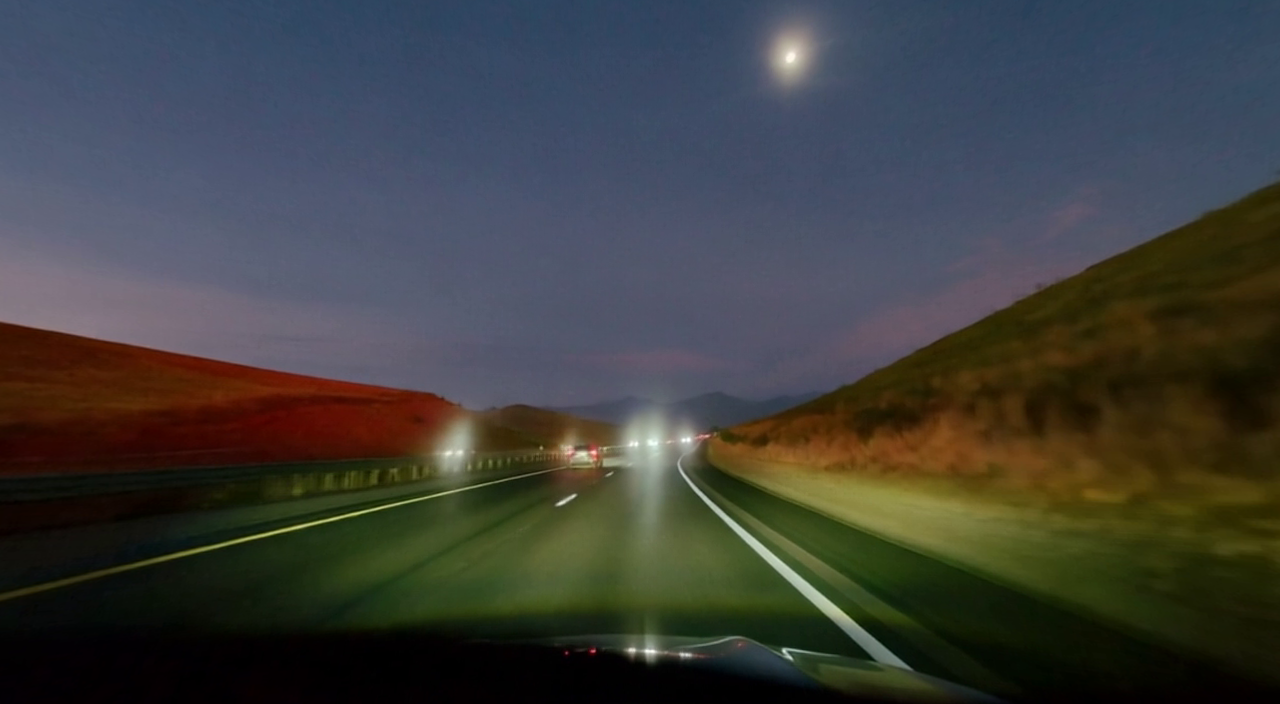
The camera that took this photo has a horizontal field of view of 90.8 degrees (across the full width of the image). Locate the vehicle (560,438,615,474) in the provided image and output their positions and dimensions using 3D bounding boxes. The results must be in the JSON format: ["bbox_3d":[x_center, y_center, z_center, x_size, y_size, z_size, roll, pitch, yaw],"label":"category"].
[{"bbox_3d":[-2.696,5.483,33.368,2.252,1.743,4.560,-1,-9,3],"label":"vehicle"}]
